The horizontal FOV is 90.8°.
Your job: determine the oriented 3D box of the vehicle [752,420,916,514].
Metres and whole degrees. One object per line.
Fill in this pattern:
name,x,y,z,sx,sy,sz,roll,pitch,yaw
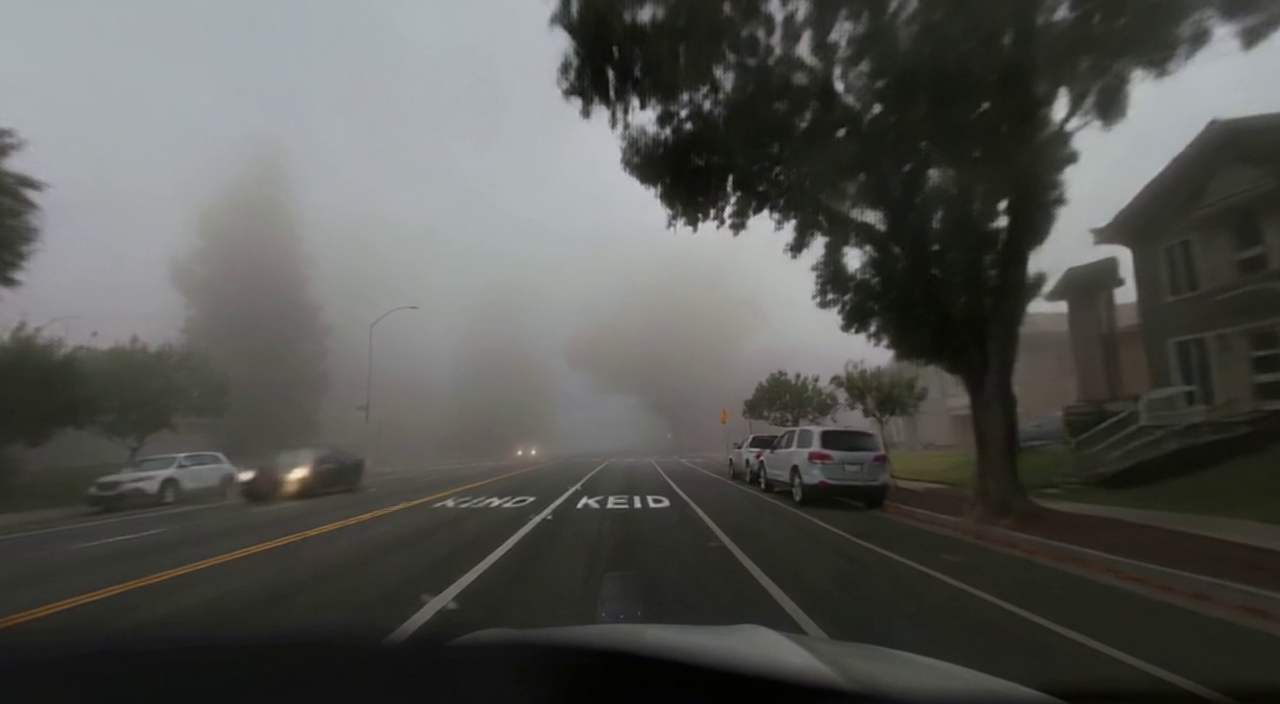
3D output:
vehicle,4.075,2.515,14.352,2.220,1.752,4.782,0,-8,0

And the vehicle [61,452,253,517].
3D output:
vehicle,-14.046,3.839,18.850,1.983,1.608,4.699,0,-8,0

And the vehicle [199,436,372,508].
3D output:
vehicle,-9.681,3.282,17.834,2.252,1.737,4.544,0,-8,0
